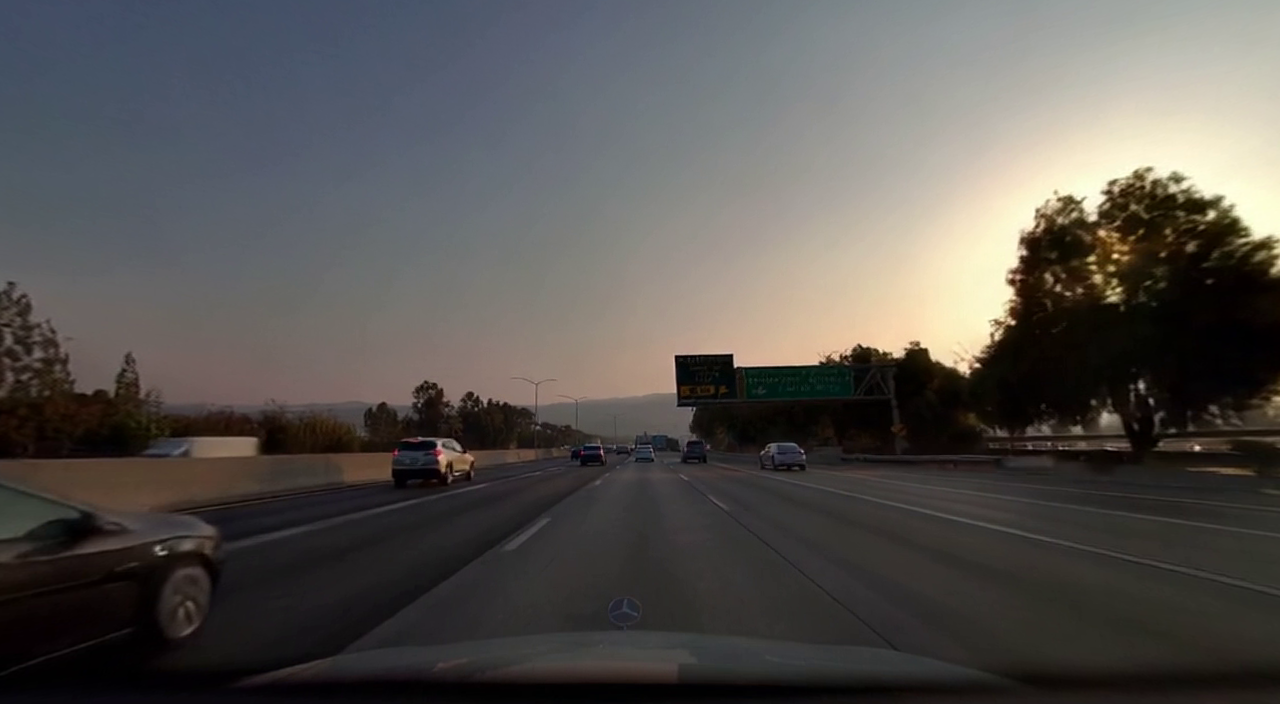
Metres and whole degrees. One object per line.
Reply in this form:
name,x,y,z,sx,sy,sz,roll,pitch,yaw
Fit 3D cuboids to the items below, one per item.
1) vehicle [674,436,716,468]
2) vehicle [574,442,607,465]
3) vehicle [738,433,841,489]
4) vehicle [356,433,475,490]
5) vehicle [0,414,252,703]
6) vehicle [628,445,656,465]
vehicle,3.641,6.768,42.902,2.348,1.991,5.460,0,-9,0
vehicle,-3.817,7.975,49.753,2.118,1.750,4.875,-1,-9,2
vehicle,4.843,3.618,21.204,2.196,1.659,4.451,0,-9,-2
vehicle,-7.852,3.881,22.740,2.199,1.781,5.271,-1,-8,2
vehicle,-3.710,0.898,1.862,1.952,1.489,4.871,0,-9,1
vehicle,0.197,7.914,48.484,2.050,1.452,3.917,0,-9,1
